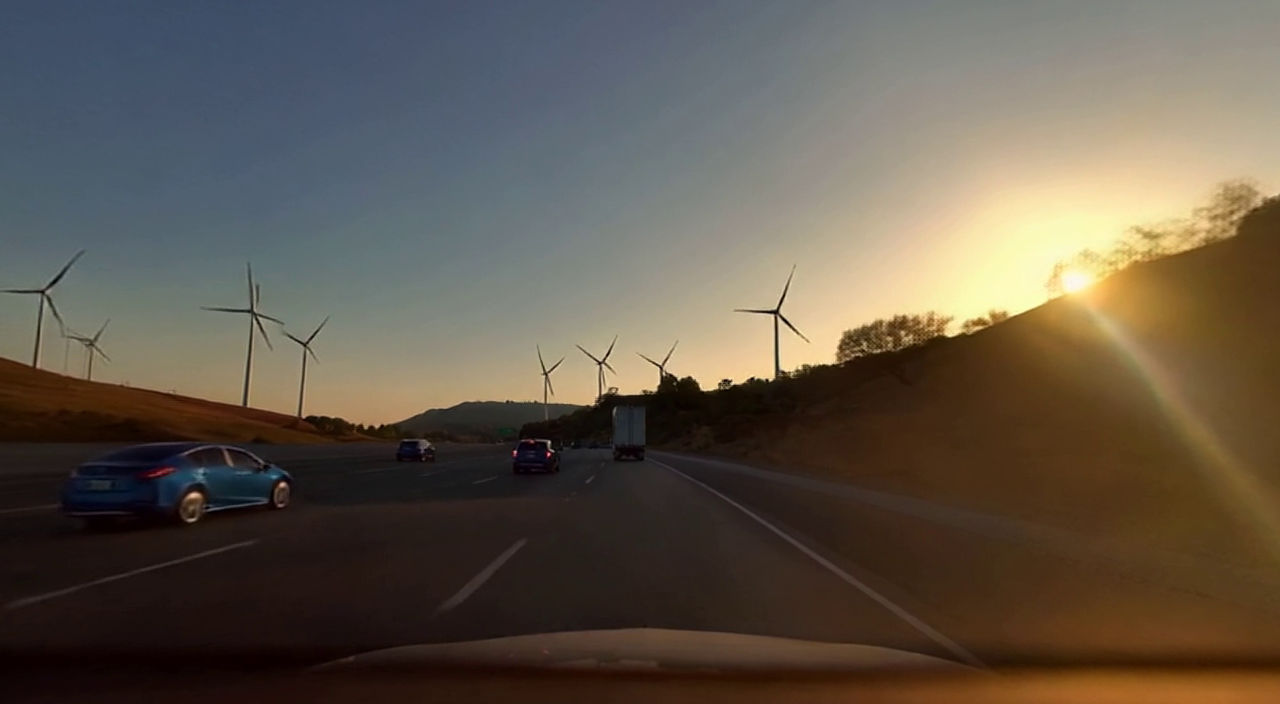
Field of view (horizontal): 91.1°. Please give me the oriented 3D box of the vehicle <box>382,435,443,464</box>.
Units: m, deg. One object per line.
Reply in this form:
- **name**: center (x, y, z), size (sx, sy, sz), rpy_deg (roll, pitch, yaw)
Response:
- **vehicle**: center (-15.489, 6.704, 43.184), size (2.285, 1.835, 5.672), rpy_deg (0, -8, -2)

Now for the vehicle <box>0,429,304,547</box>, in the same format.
- **vehicle**: center (-7.980, 2.079, 10.383), size (2.271, 1.488, 4.597), rpy_deg (0, -8, 0)

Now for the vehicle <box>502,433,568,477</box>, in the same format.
- **vehicle**: center (-4.304, 4.296, 26.357), size (2.109, 1.684, 3.783), rpy_deg (0, -8, 0)
